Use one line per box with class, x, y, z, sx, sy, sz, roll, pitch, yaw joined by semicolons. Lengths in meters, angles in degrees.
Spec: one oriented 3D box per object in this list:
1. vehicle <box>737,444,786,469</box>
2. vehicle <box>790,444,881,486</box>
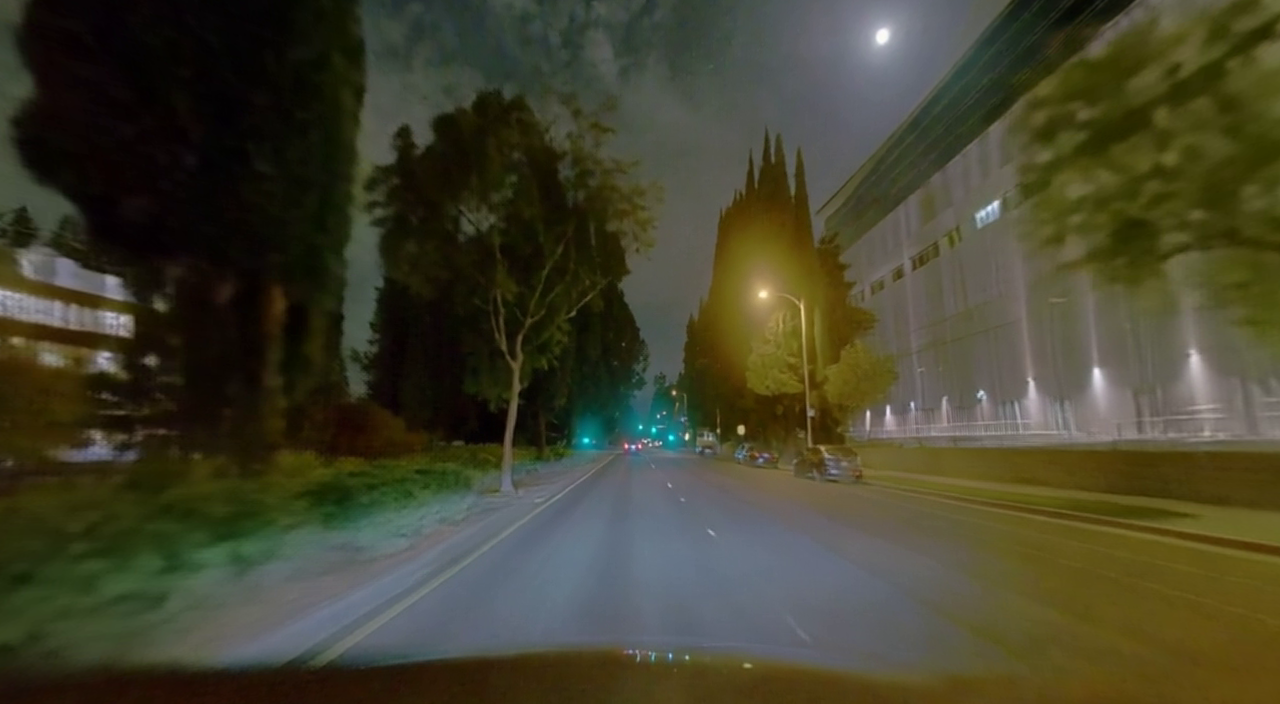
vehicle;7.428;6.434;39.110;2.024;1.447;4.665;0;-8;-1
vehicle;7.435;4.316;24.546;1.991;1.446;4.685;0;-8;-1
